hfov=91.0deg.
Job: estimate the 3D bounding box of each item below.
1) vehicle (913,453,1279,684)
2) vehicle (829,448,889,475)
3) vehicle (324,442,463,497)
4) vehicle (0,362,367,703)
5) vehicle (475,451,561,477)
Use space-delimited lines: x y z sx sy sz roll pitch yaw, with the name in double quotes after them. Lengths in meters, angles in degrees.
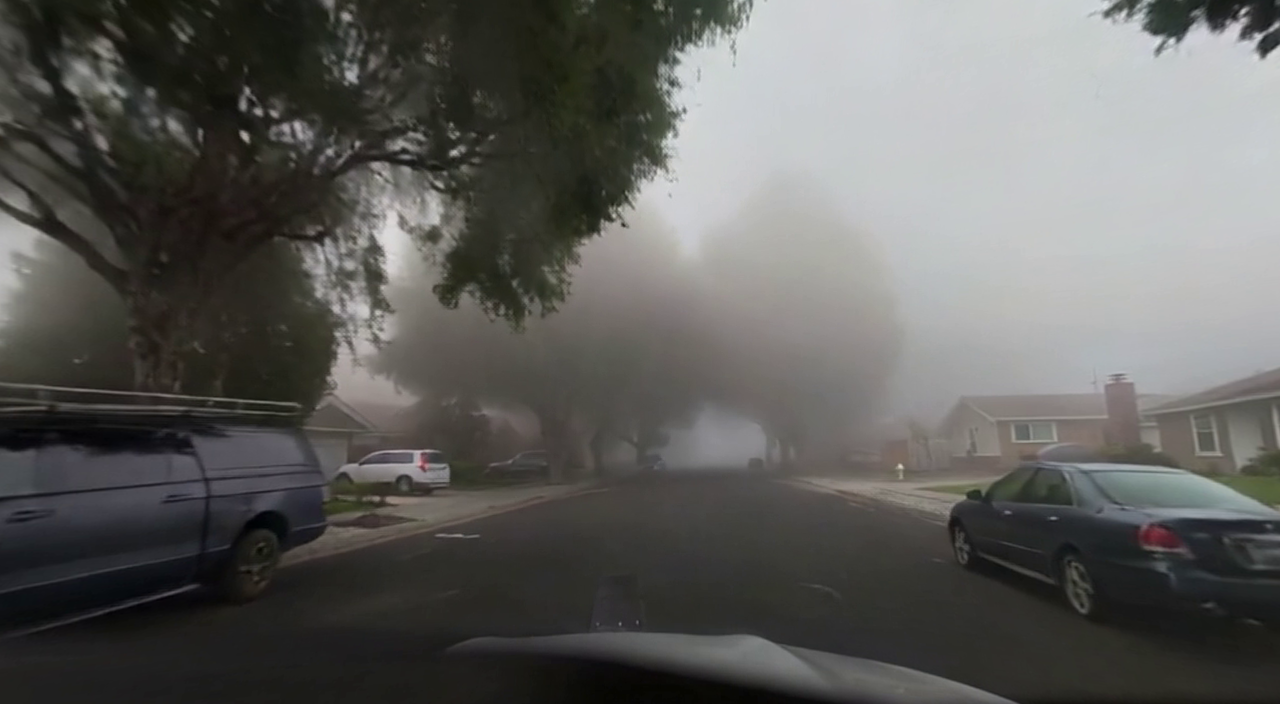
4.593 1.765 6.390 1.959 1.431 4.647 -1 -9 6 "vehicle"
15.229 7.643 43.879 3.647 1.784 1.650 -2 -9 8 "vehicle"
-9.048 4.329 23.254 4.373 1.747 2.029 -5 -10 14 "vehicle"
-4.998 1.319 5.080 2.337 2.084 6.088 -2 -9 6 "vehicle"
-7.757 7.119 40.215 4.977 1.558 2.079 -1 -9 7 "vehicle"
